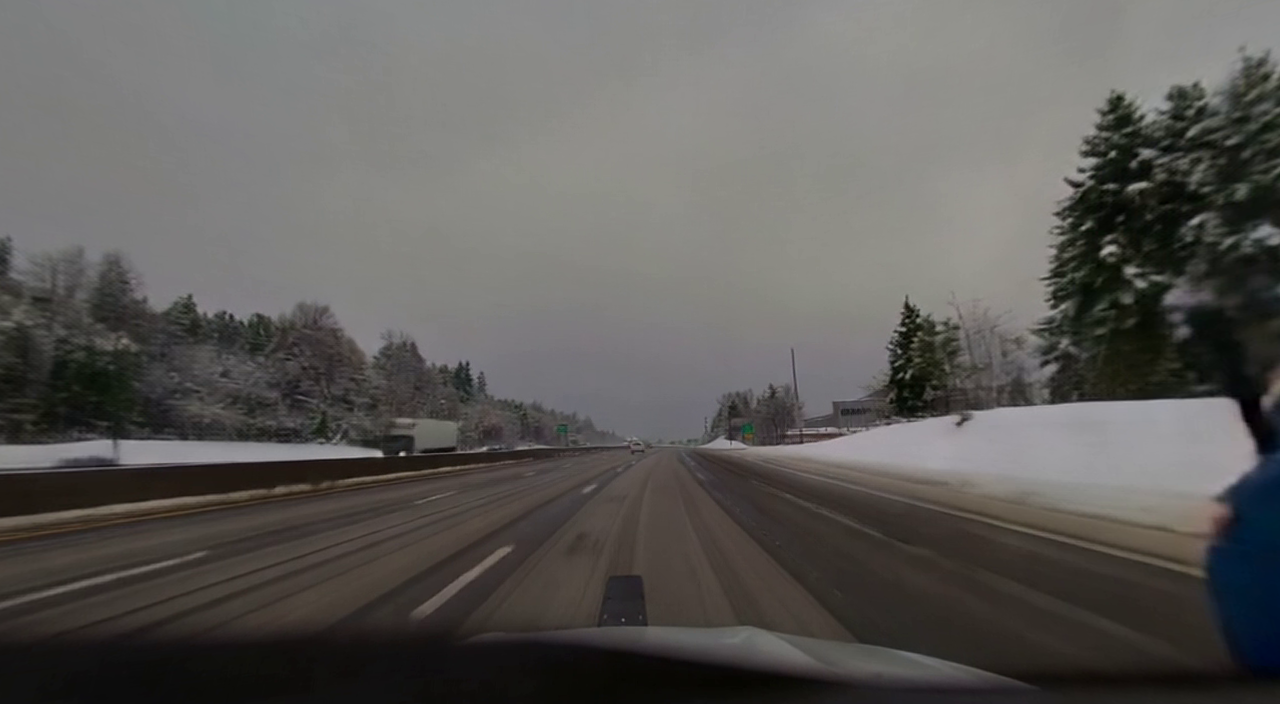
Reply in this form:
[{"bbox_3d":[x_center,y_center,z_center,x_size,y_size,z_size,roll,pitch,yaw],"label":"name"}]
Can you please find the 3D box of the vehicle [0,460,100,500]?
[{"bbox_3d":[-25.457,5.288,26.356,1.777,1.428,4.404,0,-8,2],"label":"vehicle"}]
